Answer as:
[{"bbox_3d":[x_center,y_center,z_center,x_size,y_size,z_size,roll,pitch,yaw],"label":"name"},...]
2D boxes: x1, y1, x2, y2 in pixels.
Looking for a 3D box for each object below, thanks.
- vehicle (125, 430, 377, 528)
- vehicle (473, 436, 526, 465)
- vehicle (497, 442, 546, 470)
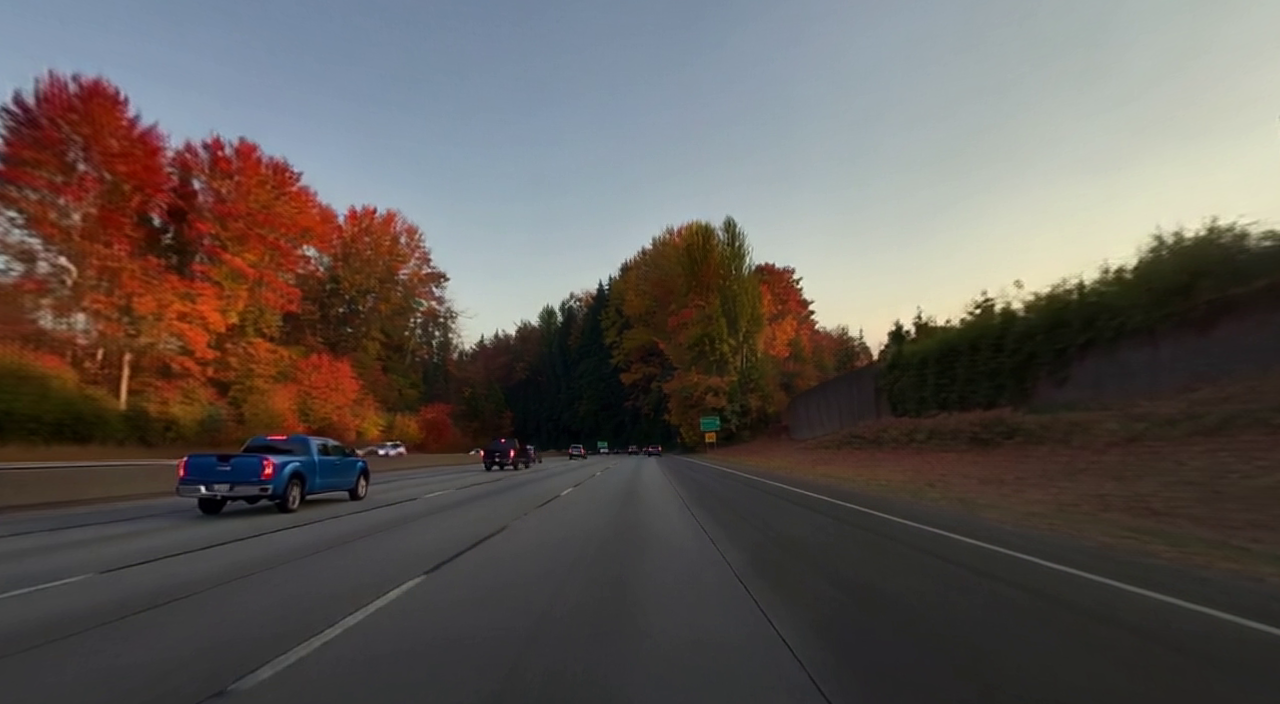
[{"bbox_3d":[-7.286,2.402,12.585,1.965,1.567,4.686,0,-8,1],"label":"vehicle"},{"bbox_3d":[-10.255,7.235,46.452,2.347,1.984,5.778,0,-8,3],"label":"vehicle"},{"bbox_3d":[-6.819,6.007,36.570,1.919,1.499,4.234,0,-8,1],"label":"vehicle"}]
